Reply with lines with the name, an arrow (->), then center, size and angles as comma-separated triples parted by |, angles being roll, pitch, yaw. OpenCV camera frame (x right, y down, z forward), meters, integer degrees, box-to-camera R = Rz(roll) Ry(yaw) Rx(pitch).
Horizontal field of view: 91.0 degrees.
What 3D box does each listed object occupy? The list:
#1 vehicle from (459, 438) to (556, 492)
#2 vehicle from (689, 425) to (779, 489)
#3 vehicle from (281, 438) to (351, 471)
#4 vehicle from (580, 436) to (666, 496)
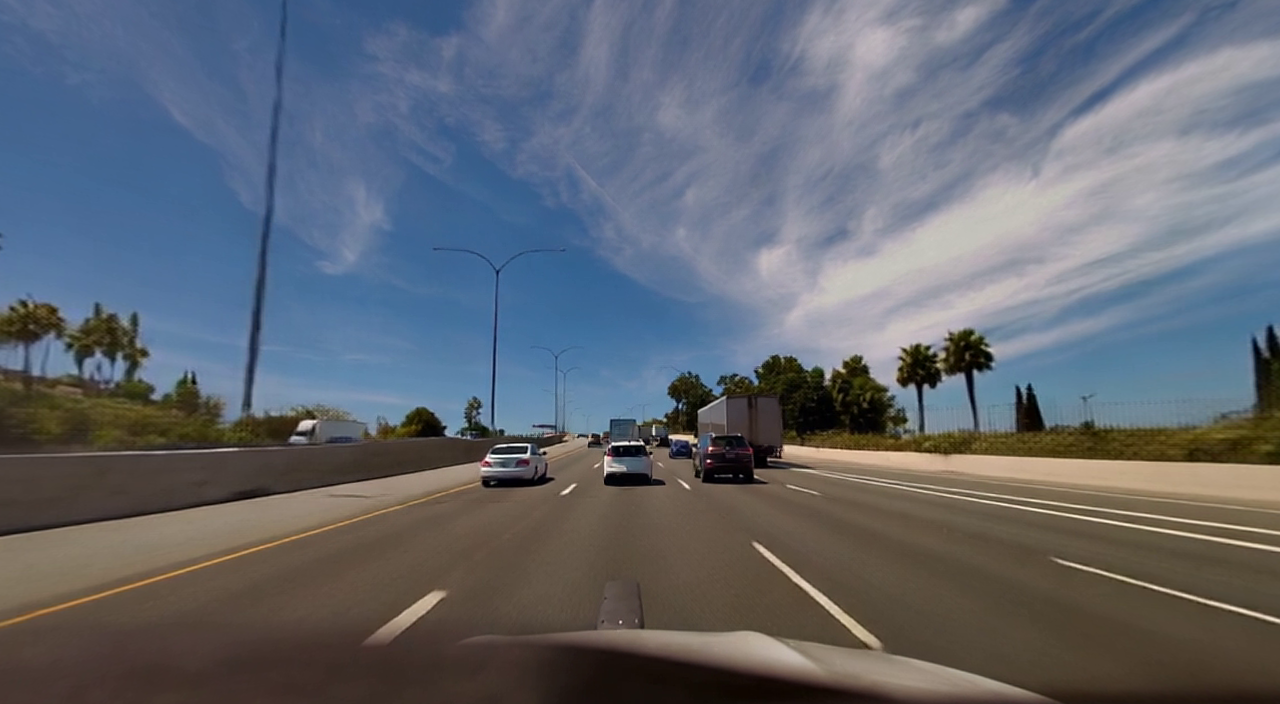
vehicle -> -3.876, 3.385, 19.236 | 1.998, 1.423, 4.436 | 0, -8, 0
vehicle -> 2.967, 3.440, 20.972 | 2.173, 1.870, 4.499 | 0, -8, -2
vehicle -> -19.888, 6.284, 38.890 | 2.038, 1.886, 4.746 | 0, -8, -4
vehicle -> -0.441, 3.166, 17.873 | 2.136, 1.470, 3.971 | 0, -8, 0
